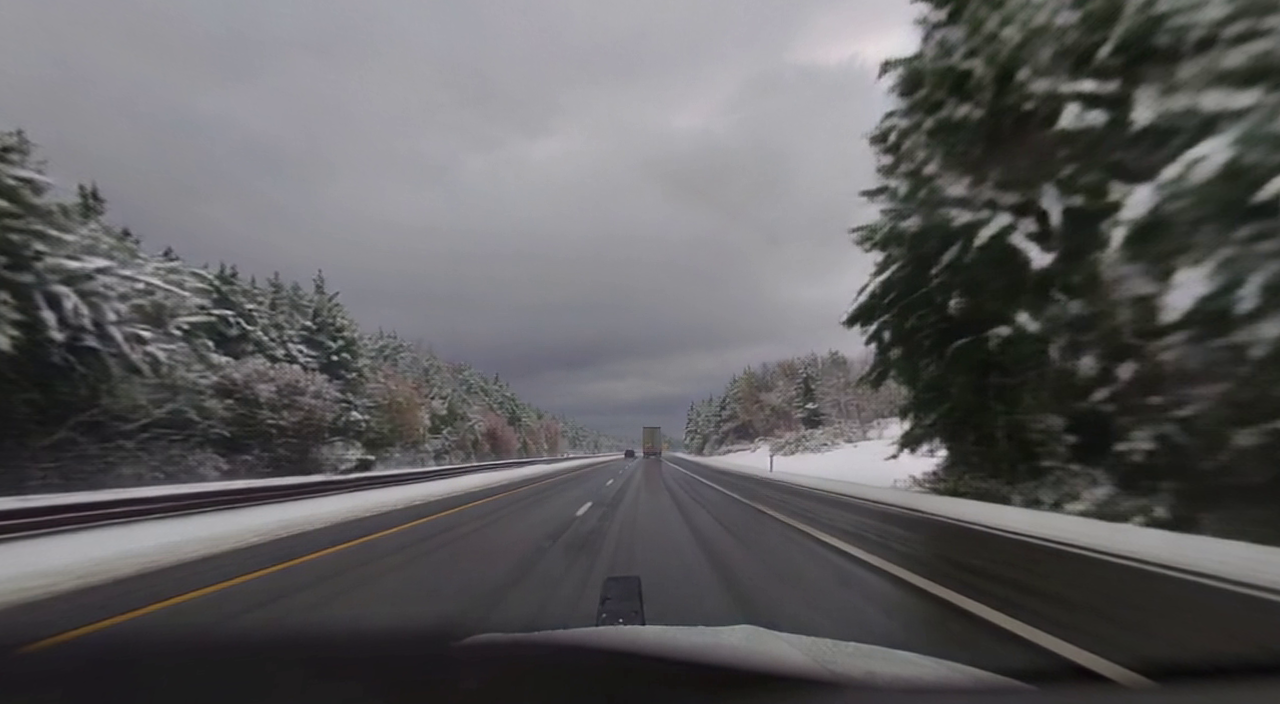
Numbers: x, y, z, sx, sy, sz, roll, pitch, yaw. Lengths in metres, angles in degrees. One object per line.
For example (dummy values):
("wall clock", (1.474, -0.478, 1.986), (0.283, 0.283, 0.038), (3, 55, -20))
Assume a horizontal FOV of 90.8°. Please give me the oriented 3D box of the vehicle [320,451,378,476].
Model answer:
("vehicle", (-20.512, 7.854, 44.667), (1.947, 1.684, 4.405), (0, -9, 1))
